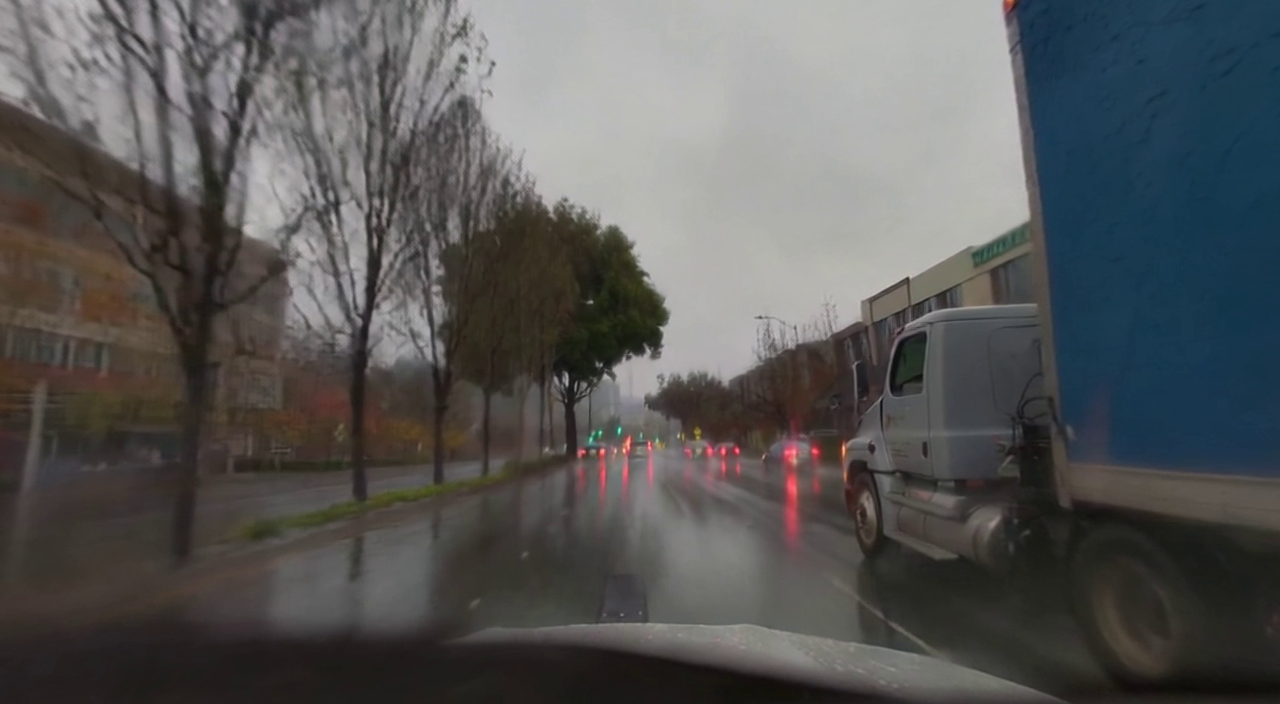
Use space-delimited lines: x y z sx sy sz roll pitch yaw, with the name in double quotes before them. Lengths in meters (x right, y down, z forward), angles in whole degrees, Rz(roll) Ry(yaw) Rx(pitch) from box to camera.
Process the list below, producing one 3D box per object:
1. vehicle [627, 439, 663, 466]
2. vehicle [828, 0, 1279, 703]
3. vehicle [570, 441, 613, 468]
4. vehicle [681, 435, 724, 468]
"vehicle" 0.338 6.675 41.921 2.276 1.704 3.925 0 -8 0
"vehicle" 3.692 -0.188 3.165 3.006 3.679 8.506 -1 -8 1
"vehicle" -2.919 6.330 38.977 2.211 1.537 4.666 0 -8 1
"vehicle" 3.839 6.188 39.487 2.196 1.908 4.412 0 -8 -1
